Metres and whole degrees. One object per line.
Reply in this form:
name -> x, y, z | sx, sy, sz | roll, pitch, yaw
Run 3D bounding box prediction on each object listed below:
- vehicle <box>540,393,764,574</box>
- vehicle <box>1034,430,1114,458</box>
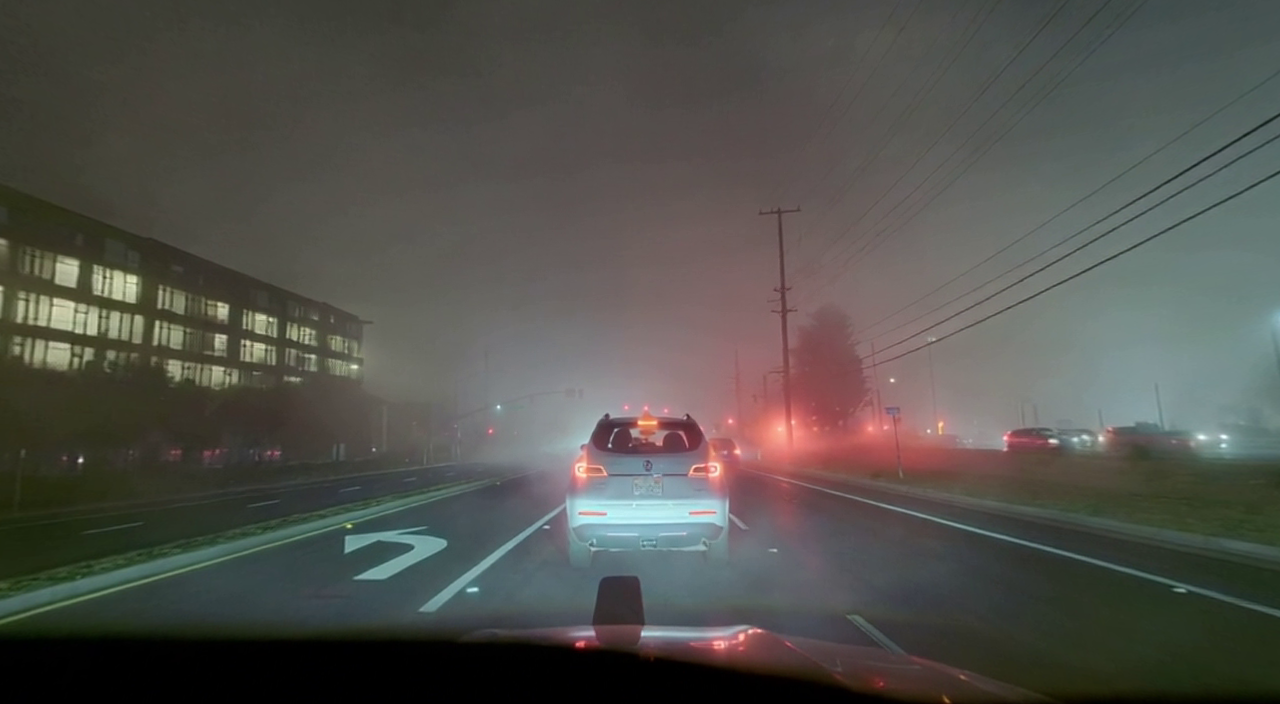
vehicle -> 0.117, 1.614, 8.446 | 2.189, 1.776, 4.342 | 0, -9, 0
vehicle -> 33.922, 7.241, 49.682 | 2.400, 2.035, 6.402 | -1, -9, 7
